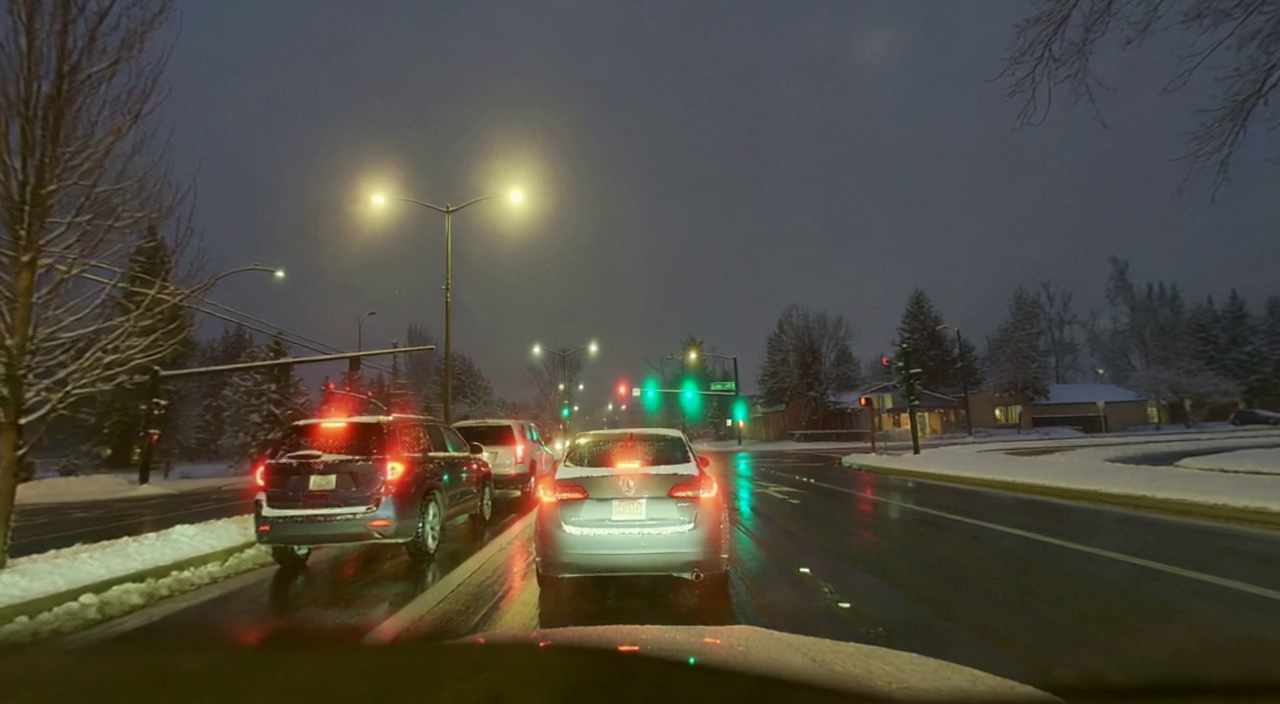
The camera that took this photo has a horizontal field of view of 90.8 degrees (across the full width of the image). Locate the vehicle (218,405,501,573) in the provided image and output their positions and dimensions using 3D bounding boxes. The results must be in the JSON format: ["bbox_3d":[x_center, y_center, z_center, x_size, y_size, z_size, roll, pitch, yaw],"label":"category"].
[{"bbox_3d":[-3.424,1.754,8.824,2.046,1.751,4.208,0,-8,-1],"label":"vehicle"}]

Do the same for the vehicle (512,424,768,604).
[{"bbox_3d":[-0.053,1.642,7.312,2.126,1.475,3.967,0,-8,-2],"label":"vehicle"}]
